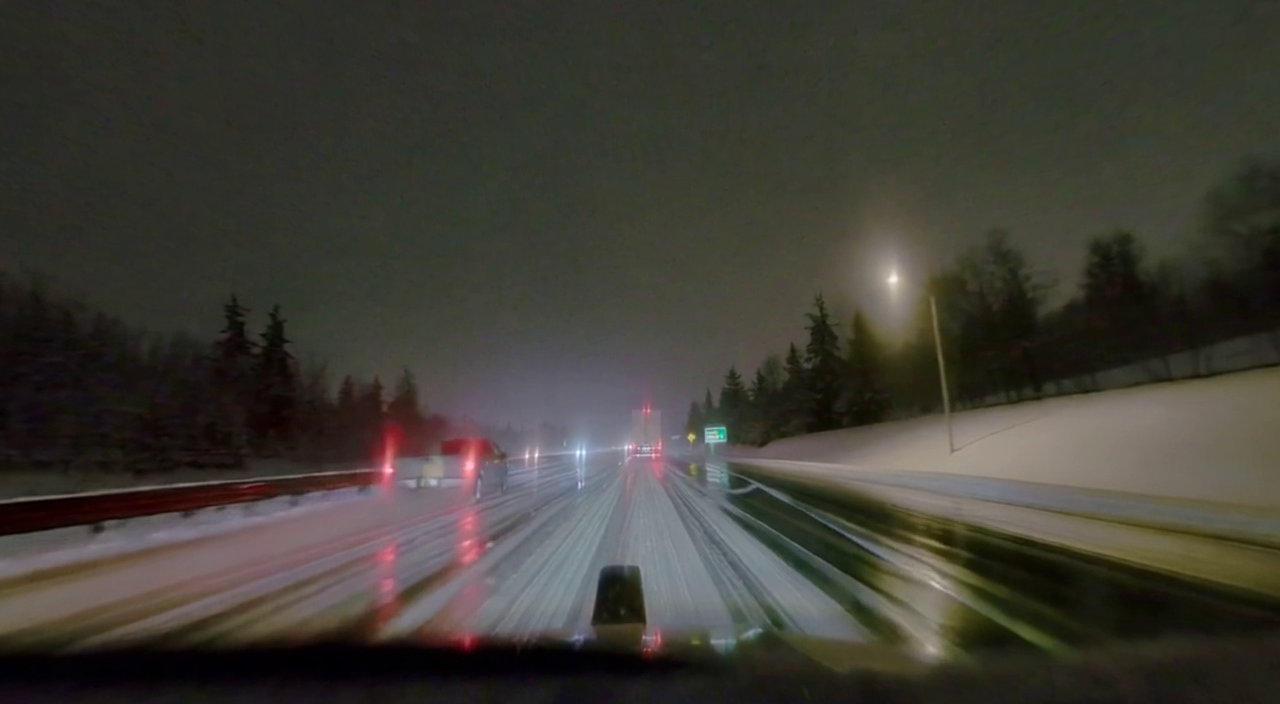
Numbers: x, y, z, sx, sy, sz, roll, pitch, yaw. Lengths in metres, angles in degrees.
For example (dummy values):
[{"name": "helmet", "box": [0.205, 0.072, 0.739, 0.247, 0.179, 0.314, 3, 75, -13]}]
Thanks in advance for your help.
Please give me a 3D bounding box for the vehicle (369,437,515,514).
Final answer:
[{"name": "vehicle", "box": [-4.754, 3.046, 16.078, 2.016, 1.636, 4.964, 0, -9, 1]}]
